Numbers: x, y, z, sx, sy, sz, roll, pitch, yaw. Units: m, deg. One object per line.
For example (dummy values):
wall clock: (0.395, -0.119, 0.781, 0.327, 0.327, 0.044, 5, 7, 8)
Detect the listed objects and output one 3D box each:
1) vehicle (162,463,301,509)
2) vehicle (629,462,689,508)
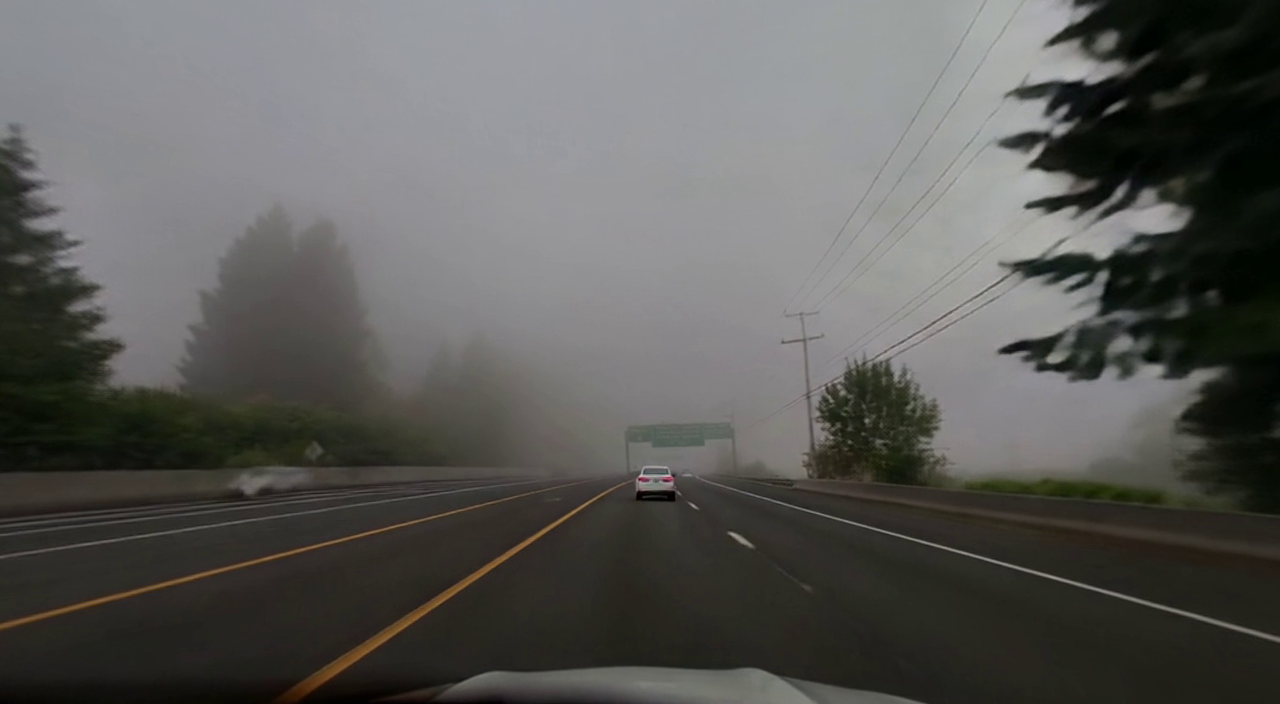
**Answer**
vehicle: (-14.980, 4.931, 23.506, 1.980, 1.476, 4.619, 1, -10, 1)
vehicle: (0.643, 4.793, 23.030, 1.987, 1.480, 3.786, 1, -10, 0)
